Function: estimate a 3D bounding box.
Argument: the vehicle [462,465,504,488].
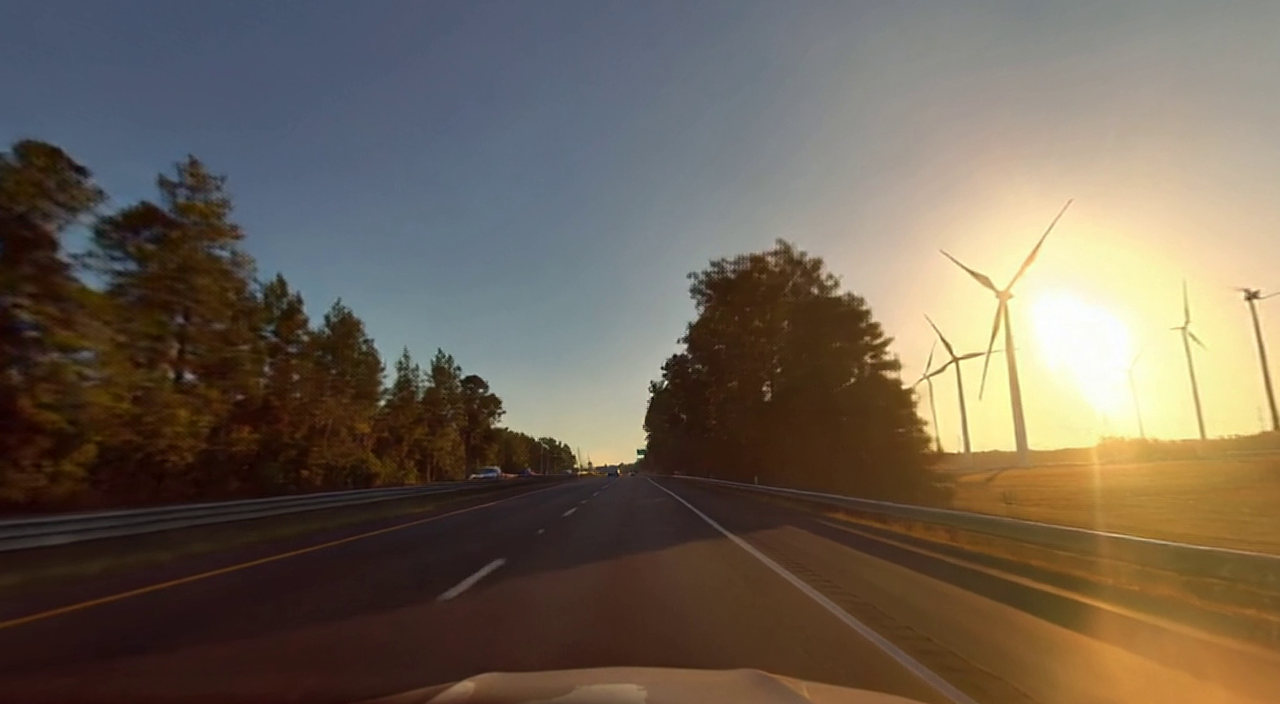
[{"bbox_3d":[-12.155,9.665,49.059,2.068,1.615,4.594,1,-11,1],"label":"vehicle"}]
